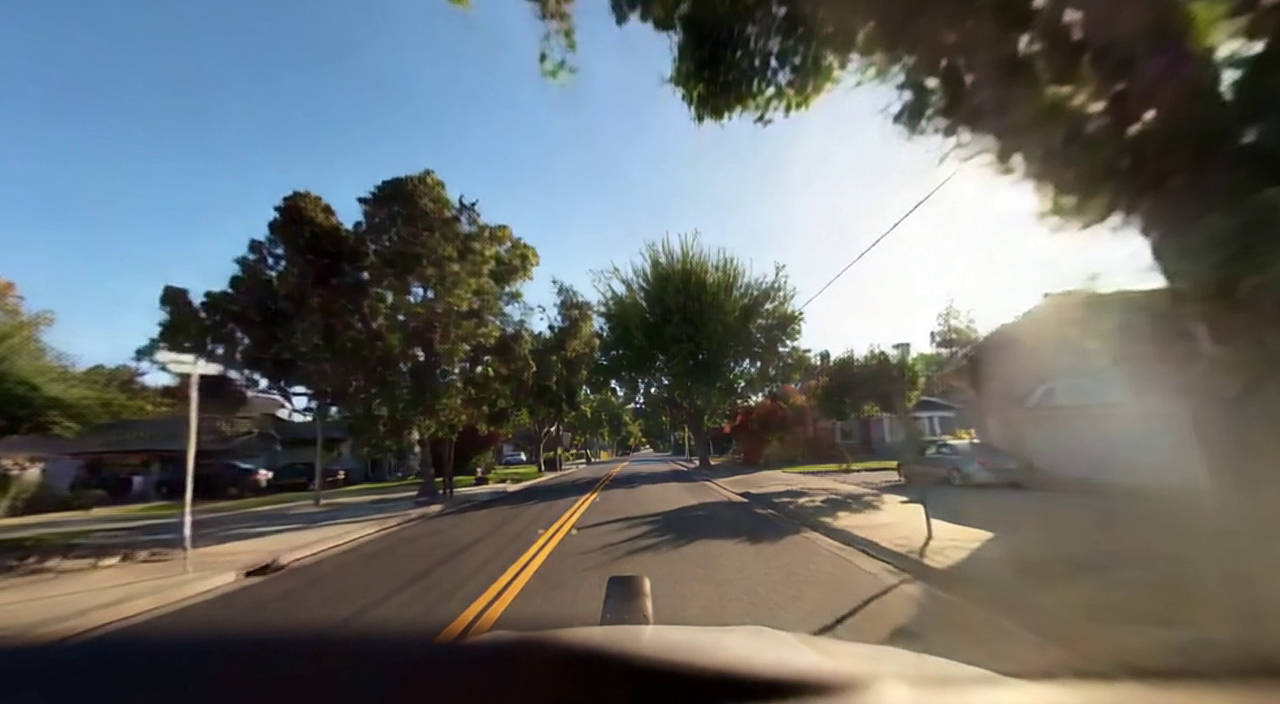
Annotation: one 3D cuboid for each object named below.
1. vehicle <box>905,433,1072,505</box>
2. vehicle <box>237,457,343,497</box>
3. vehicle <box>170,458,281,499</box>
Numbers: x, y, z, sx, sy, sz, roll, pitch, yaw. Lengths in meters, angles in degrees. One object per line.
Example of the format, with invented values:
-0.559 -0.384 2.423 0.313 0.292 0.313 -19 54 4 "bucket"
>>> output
8.674 2.873 16.190 1.806 1.496 4.164 0 -6 -2 "vehicle"
-14.986 5.336 27.313 1.830 1.495 4.641 0 -8 1 "vehicle"
-17.839 5.422 27.376 1.903 1.500 4.214 0 -8 1 "vehicle"
